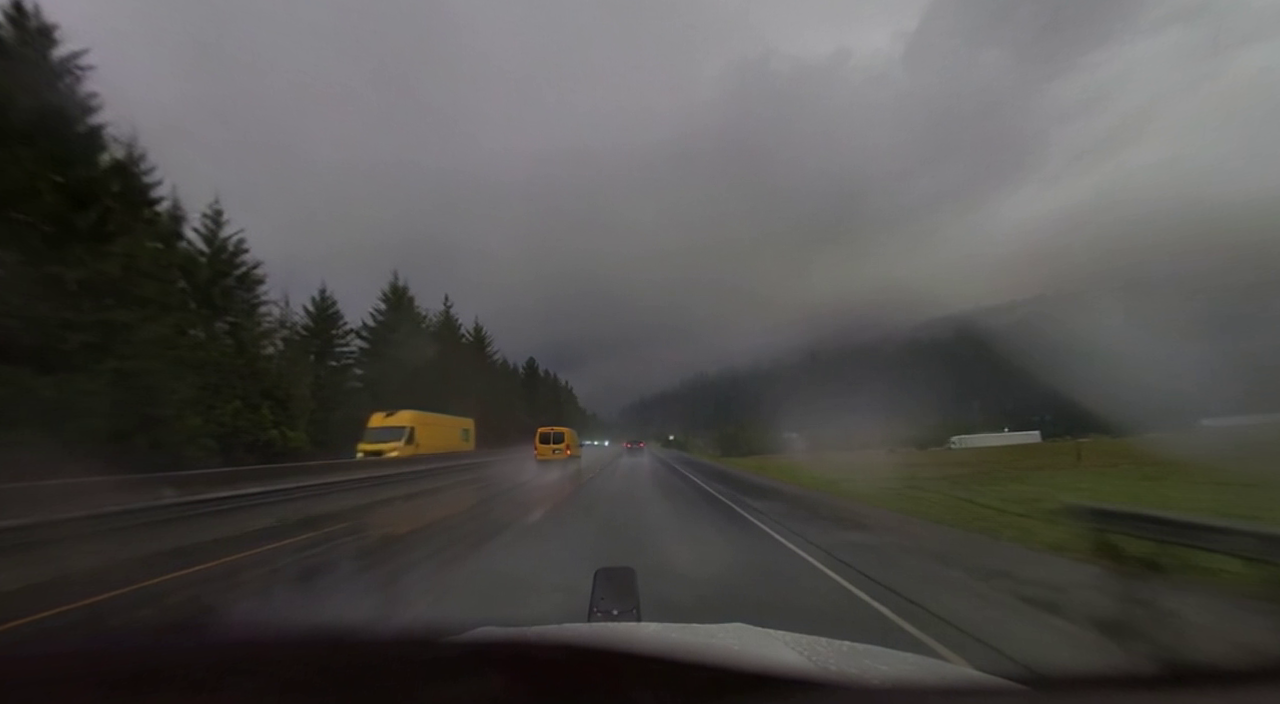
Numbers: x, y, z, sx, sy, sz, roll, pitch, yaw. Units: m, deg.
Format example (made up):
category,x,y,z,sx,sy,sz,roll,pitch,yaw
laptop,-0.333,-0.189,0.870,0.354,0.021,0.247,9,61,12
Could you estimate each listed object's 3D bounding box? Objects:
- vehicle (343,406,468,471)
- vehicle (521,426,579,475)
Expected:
category,x,y,z,sx,sy,sz,roll,pitch,yaw
vehicle,-17.024,6.624,47.901,3.310,4.067,16.585,0,-8,-1
vehicle,-4.038,4.500,29.039,1.976,2.029,4.737,-1,-8,0
